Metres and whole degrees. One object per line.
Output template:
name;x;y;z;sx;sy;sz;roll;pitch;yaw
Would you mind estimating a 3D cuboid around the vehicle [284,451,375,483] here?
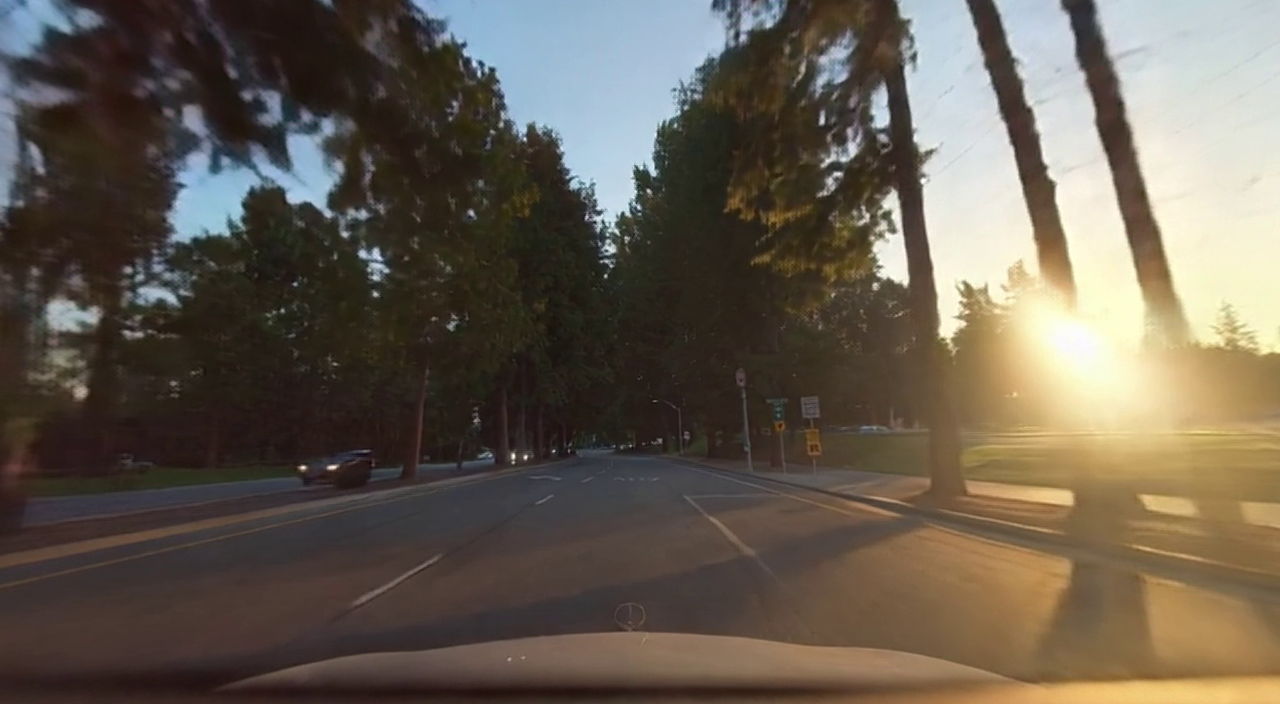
vehicle;-16.382;6.084;33.579;2.200;1.496;4.809;-1;-8;3
